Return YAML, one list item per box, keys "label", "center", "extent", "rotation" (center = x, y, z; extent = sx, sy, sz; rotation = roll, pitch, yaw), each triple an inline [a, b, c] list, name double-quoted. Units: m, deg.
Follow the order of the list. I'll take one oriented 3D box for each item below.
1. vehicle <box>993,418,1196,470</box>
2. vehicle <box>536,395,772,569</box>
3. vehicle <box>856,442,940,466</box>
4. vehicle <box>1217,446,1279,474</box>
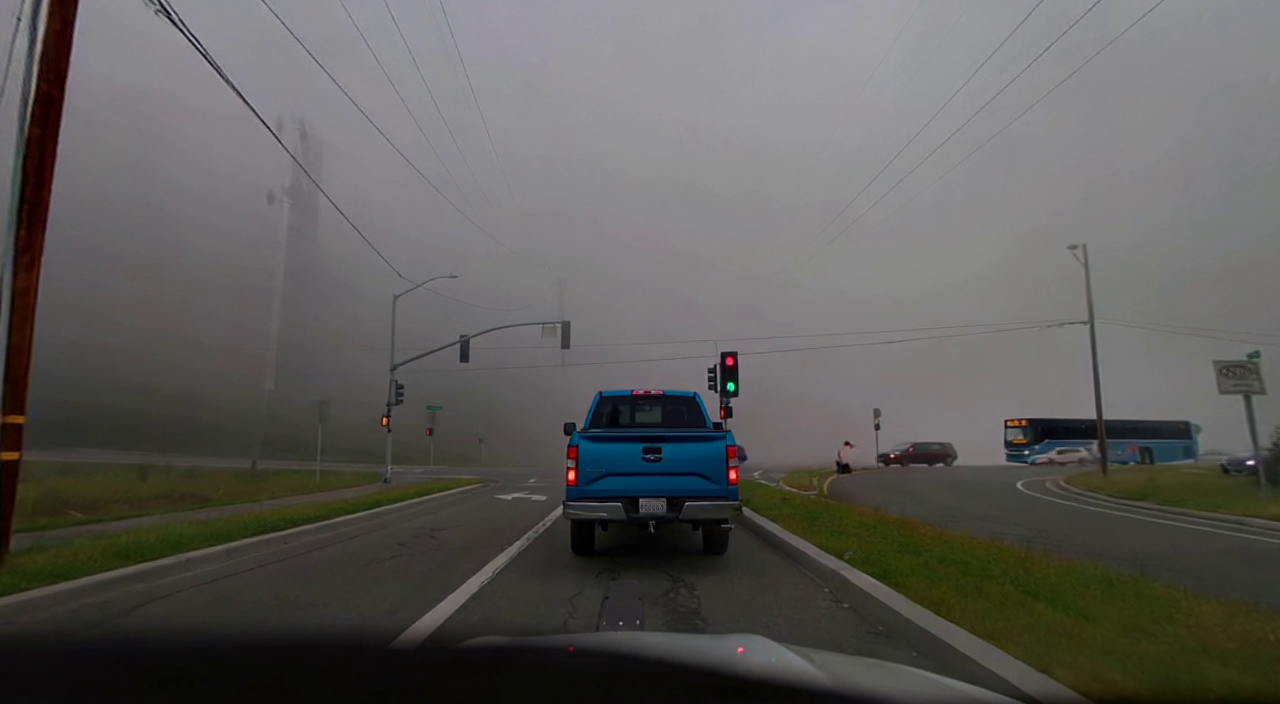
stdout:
- label: "vehicle"
  center: [29.388, 5.979, 41.253]
  extent: [10.726, 3.128, 3.003]
  rotation: [-1, -8, 1]
- label: "vehicle"
  center: [0.117, 1.900, 10.101]
  extent: [2.707, 1.964, 5.485]
  rotation: [0, -8, -1]
- label: "vehicle"
  center: [16.753, 6.634, 41.207]
  extent: [4.578, 1.490, 1.935]
  rotation: [-1, -8, 3]
- label: "vehicle"
  center: [41.372, 7.018, 41.260]
  extent: [5.426, 1.728, 1.999]
  rotation: [0, -8, -2]
